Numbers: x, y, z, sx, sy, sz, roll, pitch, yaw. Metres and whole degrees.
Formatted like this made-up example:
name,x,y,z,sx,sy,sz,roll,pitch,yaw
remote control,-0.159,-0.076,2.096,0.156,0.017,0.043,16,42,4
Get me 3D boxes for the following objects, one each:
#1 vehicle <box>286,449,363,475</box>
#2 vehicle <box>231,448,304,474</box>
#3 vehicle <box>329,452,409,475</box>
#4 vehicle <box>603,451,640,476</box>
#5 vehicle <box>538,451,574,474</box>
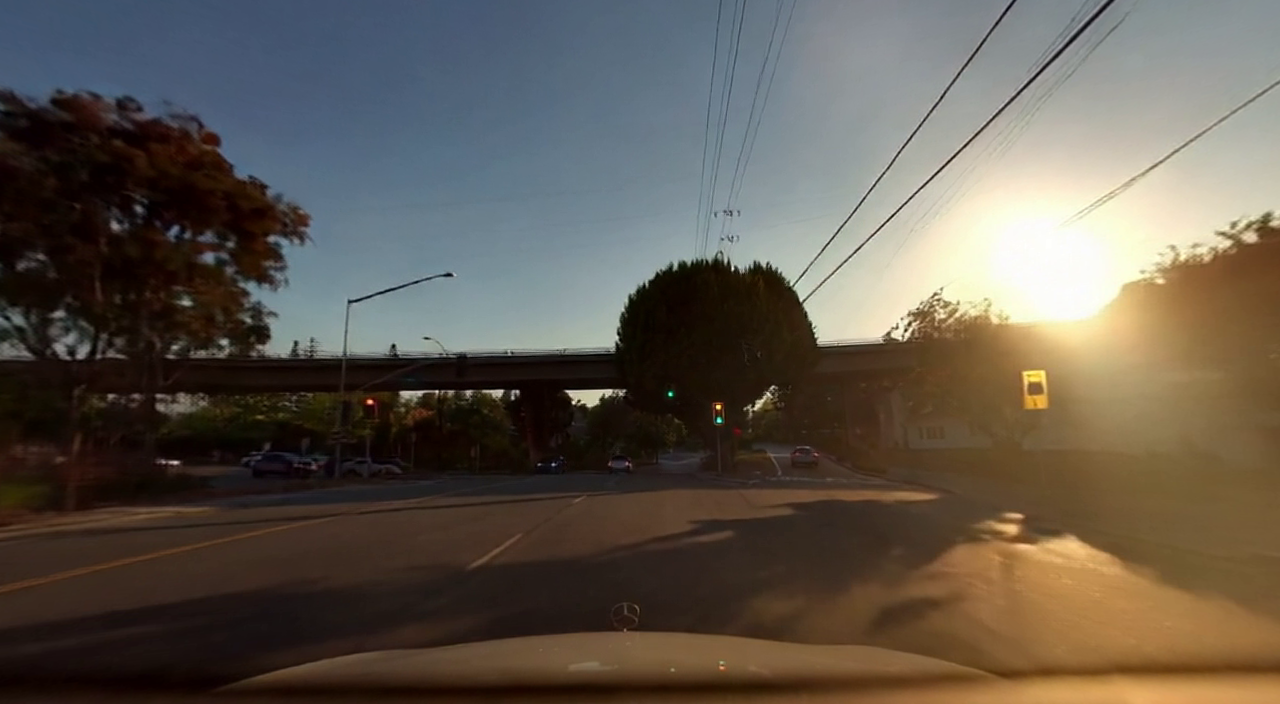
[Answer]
name,x,y,z,sx,sy,sz,roll,pitch,yaw
vehicle,-20.374,7.111,40.961,3.877,1.623,2.049,0,-8,-3
vehicle,-26.765,7.790,45.384,4.598,1.765,1.955,-3,-9,21
vehicle,-19.172,7.917,44.805,4.775,1.531,1.989,-1,-8,2
vehicle,-1.185,7.465,42.489,1.997,1.542,4.202,-1,-8,5
vehicle,-6.345,8.410,48.231,1.886,1.654,4.037,-1,-9,5
